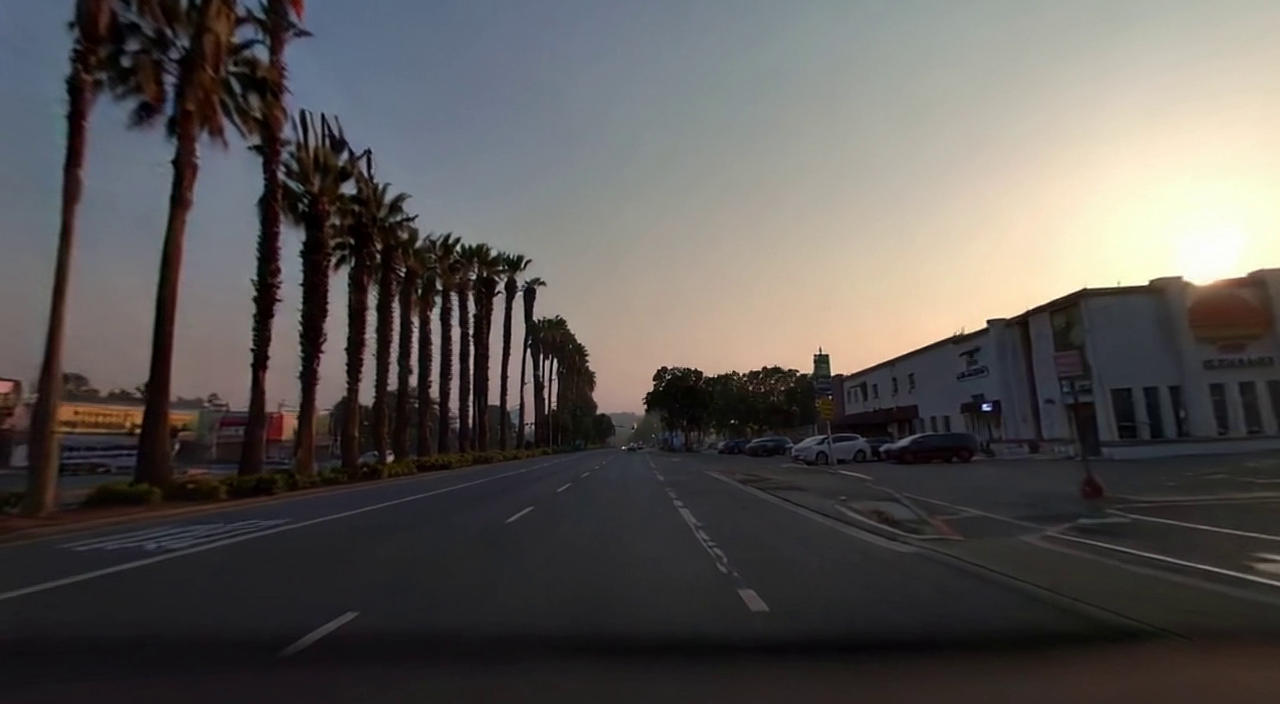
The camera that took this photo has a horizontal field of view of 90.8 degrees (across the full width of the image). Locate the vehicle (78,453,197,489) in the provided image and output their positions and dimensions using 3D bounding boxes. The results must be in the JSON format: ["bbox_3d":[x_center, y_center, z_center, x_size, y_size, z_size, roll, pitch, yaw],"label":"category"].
[{"bbox_3d":[-23.158,5.467,29.361,1.880,1.480,4.451,0,-9,-1],"label":"vehicle"}]

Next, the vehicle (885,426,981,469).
[{"bbox_3d":[12.600,4.174,27.544,1.909,1.686,4.670,0,-9,0],"label":"vehicle"}]

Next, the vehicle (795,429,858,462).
[{"bbox_3d":[11.851,6.030,40.632,2.332,1.937,5.400,0,-9,-1],"label":"vehicle"}]

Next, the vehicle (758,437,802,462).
[{"bbox_3d":[9.106,6.395,41.369,2.007,1.525,4.492,0,-9,2],"label":"vehicle"}]

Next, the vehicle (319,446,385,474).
[{"bbox_3d":[-16.464,6.187,36.314,1.870,1.504,3.993,0,-9,0],"label":"vehicle"}]

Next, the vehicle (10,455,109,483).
[{"bbox_3d":[-37.031,7.454,40.364,4.327,1.474,1.858,-2,-7,-6],"label":"vehicle"}]
